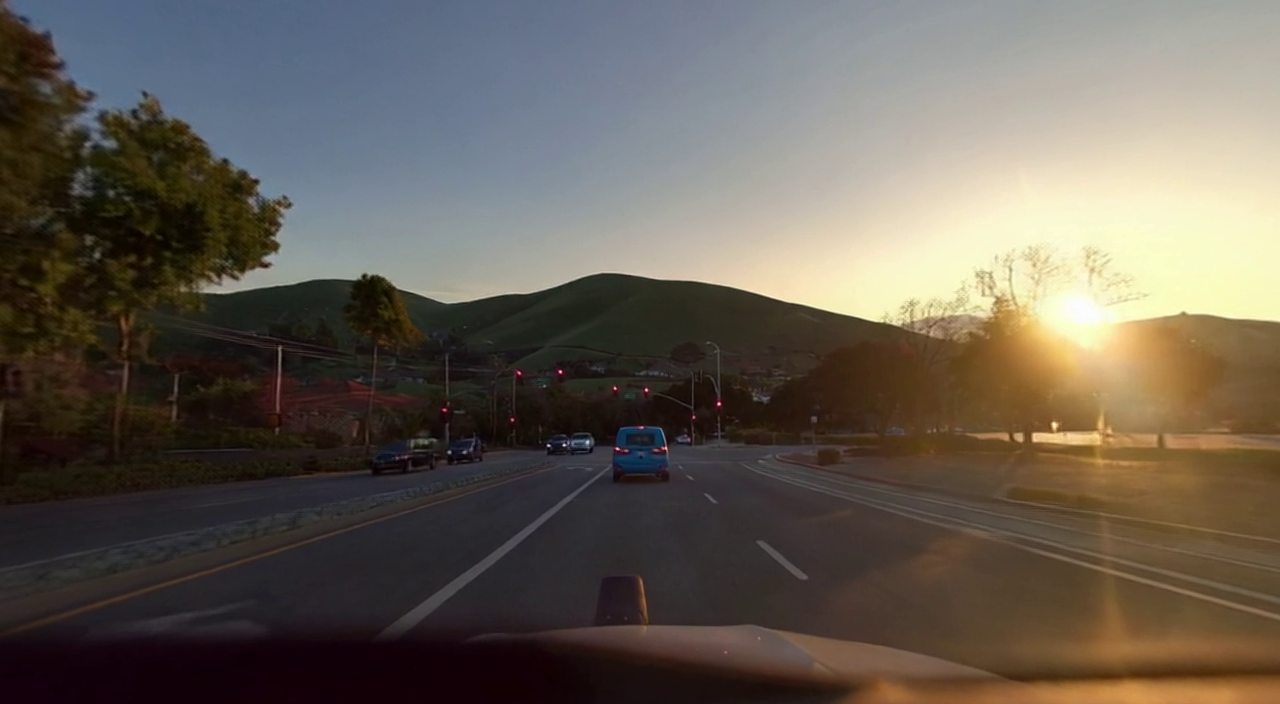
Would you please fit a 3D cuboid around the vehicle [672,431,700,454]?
[{"bbox_3d":[3.522,7.017,48.826,1.817,1.662,3.843,0,-9,-1],"label":"vehicle"}]

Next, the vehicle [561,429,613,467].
[{"bbox_3d":[-2.608,4.882,32.105,2.131,1.783,4.540,-1,-9,1],"label":"vehicle"}]

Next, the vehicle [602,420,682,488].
[{"bbox_3d":[0.087,3.110,19.453,2.185,1.822,4.391,-1,-9,1],"label":"vehicle"}]

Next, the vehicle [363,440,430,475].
[{"bbox_3d":[-11.182,4.836,29.232,1.991,1.469,4.596,1,-9,-10],"label":"vehicle"}]
